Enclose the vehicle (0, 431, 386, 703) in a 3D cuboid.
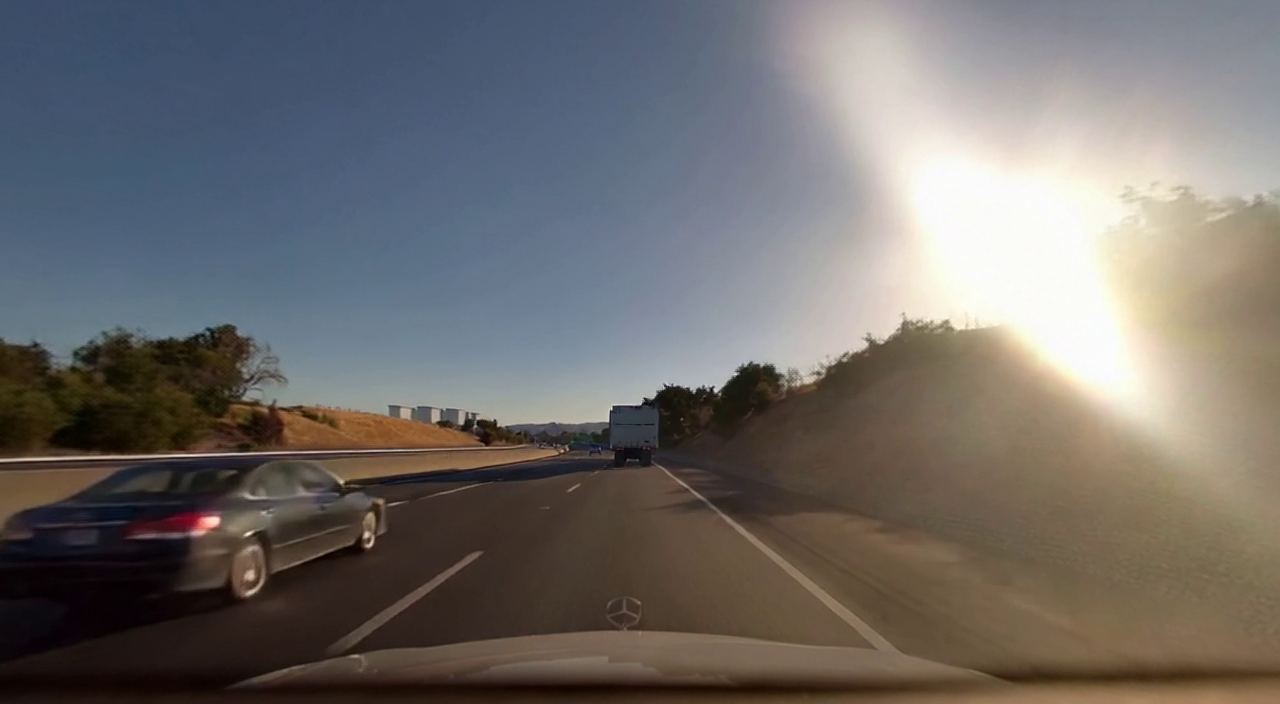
[{"bbox_3d":[-4.242,1.500,5.493,1.892,1.471,5.047,-1,-9,1],"label":"vehicle"}]
